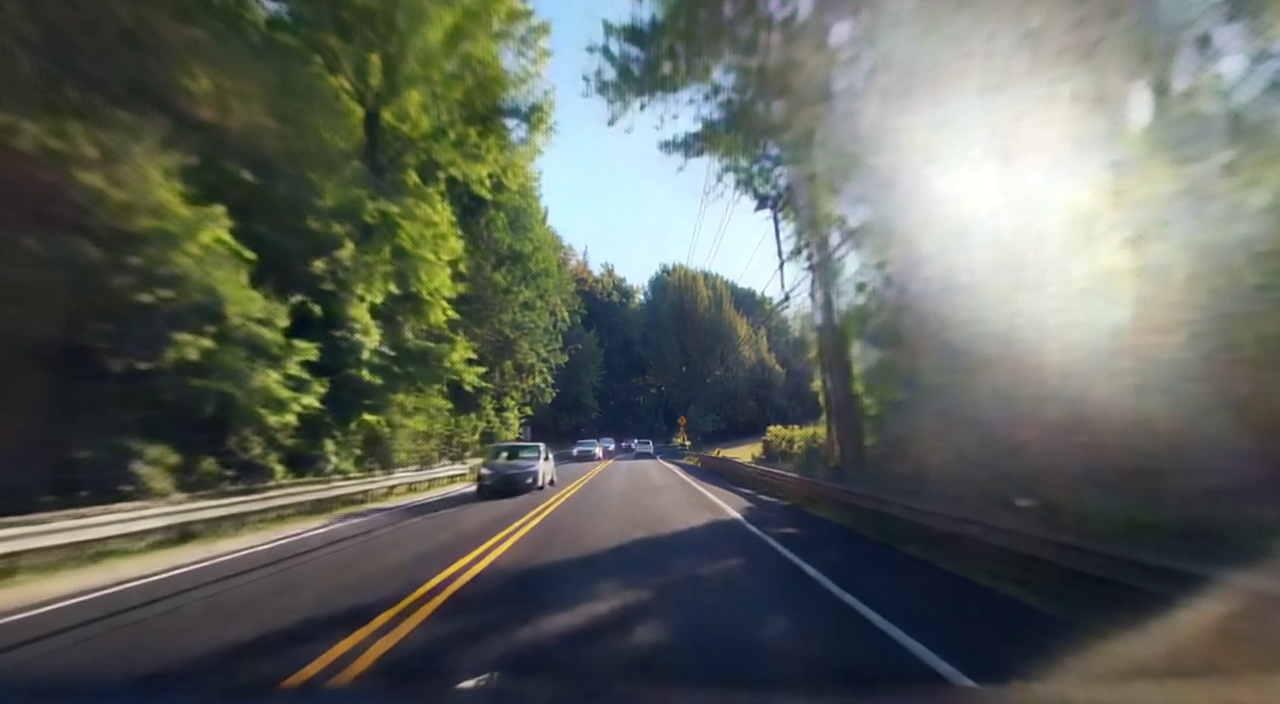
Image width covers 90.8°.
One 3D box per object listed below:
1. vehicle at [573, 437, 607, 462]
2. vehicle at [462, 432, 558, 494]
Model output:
[{"bbox_3d":[-3.608,7.123,46.181,2.013,1.743,4.205,0,-9,2],"label":"vehicle"},{"bbox_3d":[-3.927,3.444,19.902,2.155,1.727,4.142,0,-9,0],"label":"vehicle"}]
